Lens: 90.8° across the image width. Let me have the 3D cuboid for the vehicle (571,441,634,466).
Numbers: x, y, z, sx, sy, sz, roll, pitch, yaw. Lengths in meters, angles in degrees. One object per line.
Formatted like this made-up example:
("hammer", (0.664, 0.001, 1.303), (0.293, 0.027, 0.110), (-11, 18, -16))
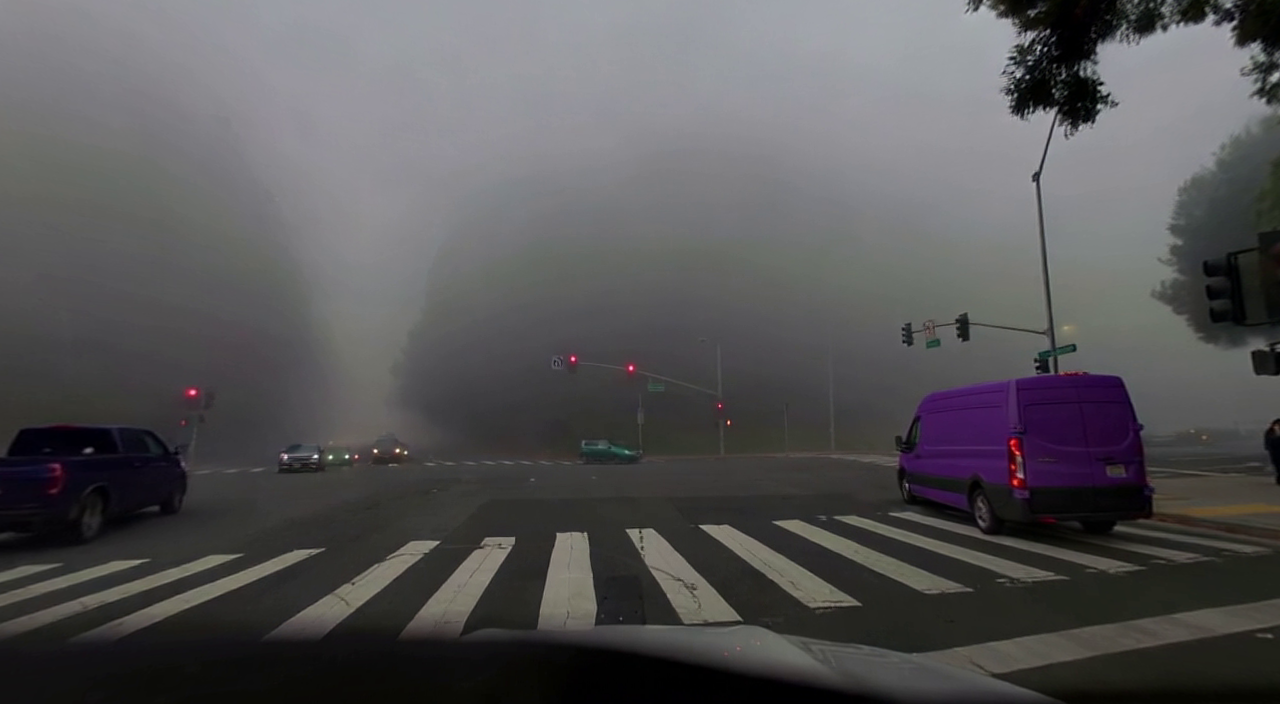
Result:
("vehicle", (-2.265, 6.062, 37.850), (1.907, 1.409, 3.909), (6, -11, -37))

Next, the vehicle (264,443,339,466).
("vehicle", (-21.830, 6.643, 41.000), (1.859, 1.415, 4.591), (-1, -9, 8))

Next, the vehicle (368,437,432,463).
("vehicle", (-17.373, 7.144, 46.010), (2.189, 1.753, 4.785), (-1, -9, 8))

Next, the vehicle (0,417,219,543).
("vehicle", (-9.127, 2.037, 10.610), (2.115, 1.653, 4.553), (2, -9, -17))

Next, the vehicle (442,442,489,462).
("vehicle", (-13.175, 7.590, 47.859), (1.845, 1.426, 4.289), (-1, -9, 8))

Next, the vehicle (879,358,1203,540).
("vehicle", (6.565, 1.733, 11.486), (2.332, 2.511, 5.326), (0, -9, 0))

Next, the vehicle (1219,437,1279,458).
("vehicle", (43.795, 6.887, 45.433), (4.010, 1.452, 1.800), (4, -10, -28))

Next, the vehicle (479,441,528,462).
("vehicle", (-10.141, 7.466, 47.394), (2.097, 1.484, 4.596), (-1, -9, 8))
